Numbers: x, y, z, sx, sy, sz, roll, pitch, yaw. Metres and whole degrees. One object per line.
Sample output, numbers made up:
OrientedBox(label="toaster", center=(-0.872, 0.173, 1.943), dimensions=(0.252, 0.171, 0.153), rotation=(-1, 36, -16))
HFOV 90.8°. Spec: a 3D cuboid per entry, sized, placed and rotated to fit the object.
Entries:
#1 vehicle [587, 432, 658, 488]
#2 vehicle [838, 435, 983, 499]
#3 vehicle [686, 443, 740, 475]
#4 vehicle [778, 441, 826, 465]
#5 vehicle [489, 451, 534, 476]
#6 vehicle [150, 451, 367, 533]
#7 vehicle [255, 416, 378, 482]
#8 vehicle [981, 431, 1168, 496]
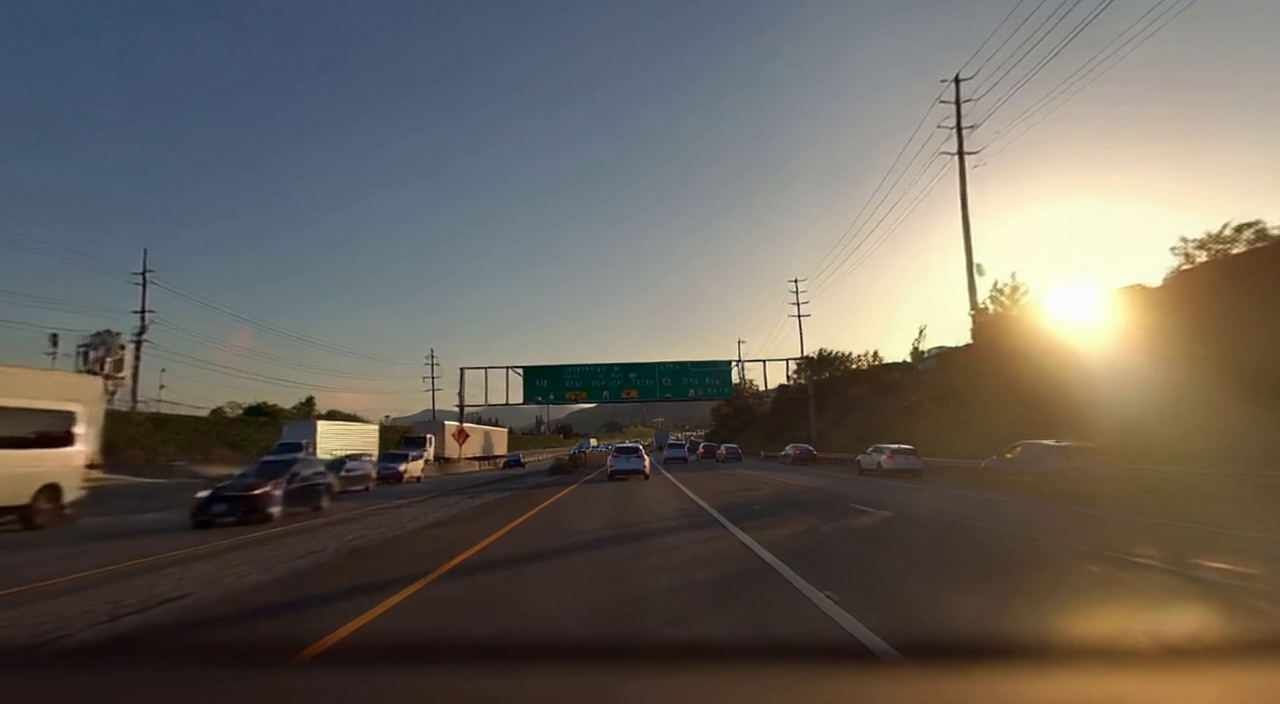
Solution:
OrientedBox(label="vehicle", center=(-0.581, 3.854, 22.854), dimensions=(2.298, 1.809, 4.359), rotation=(0, -8, 0))
OrientedBox(label="vehicle", center=(7.030, 3.017, 16.997), dimensions=(1.958, 1.473, 4.201), rotation=(0, -9, -1))
OrientedBox(label="vehicle", center=(3.573, 5.311, 31.697), dimensions=(1.934, 1.461, 4.368), rotation=(0, -9, -4))
OrientedBox(label="vehicle", center=(10.692, 6.679, 41.982), dimensions=(1.901, 1.485, 4.483), rotation=(0, -9, -2))
OrientedBox(label="vehicle", center=(-8.169, 7.125, 40.539), dimensions=(1.897, 1.470, 4.474), rotation=(0, -9, 0))
OrientedBox(label="vehicle", center=(-8.181, 2.994, 14.190), dimensions=(2.086, 1.477, 4.438), rotation=(0, -9, 0))
OrientedBox(label="vehicle", center=(-22.736, 6.941, 45.470), dimensions=(2.958, 4.081, 11.148), rotation=(0, -9, 0))
OrientedBox(label="vehicle", center=(11.256, 2.902, 16.819), dimensions=(1.944, 1.505, 4.138), rotation=(0, -9, -2))
